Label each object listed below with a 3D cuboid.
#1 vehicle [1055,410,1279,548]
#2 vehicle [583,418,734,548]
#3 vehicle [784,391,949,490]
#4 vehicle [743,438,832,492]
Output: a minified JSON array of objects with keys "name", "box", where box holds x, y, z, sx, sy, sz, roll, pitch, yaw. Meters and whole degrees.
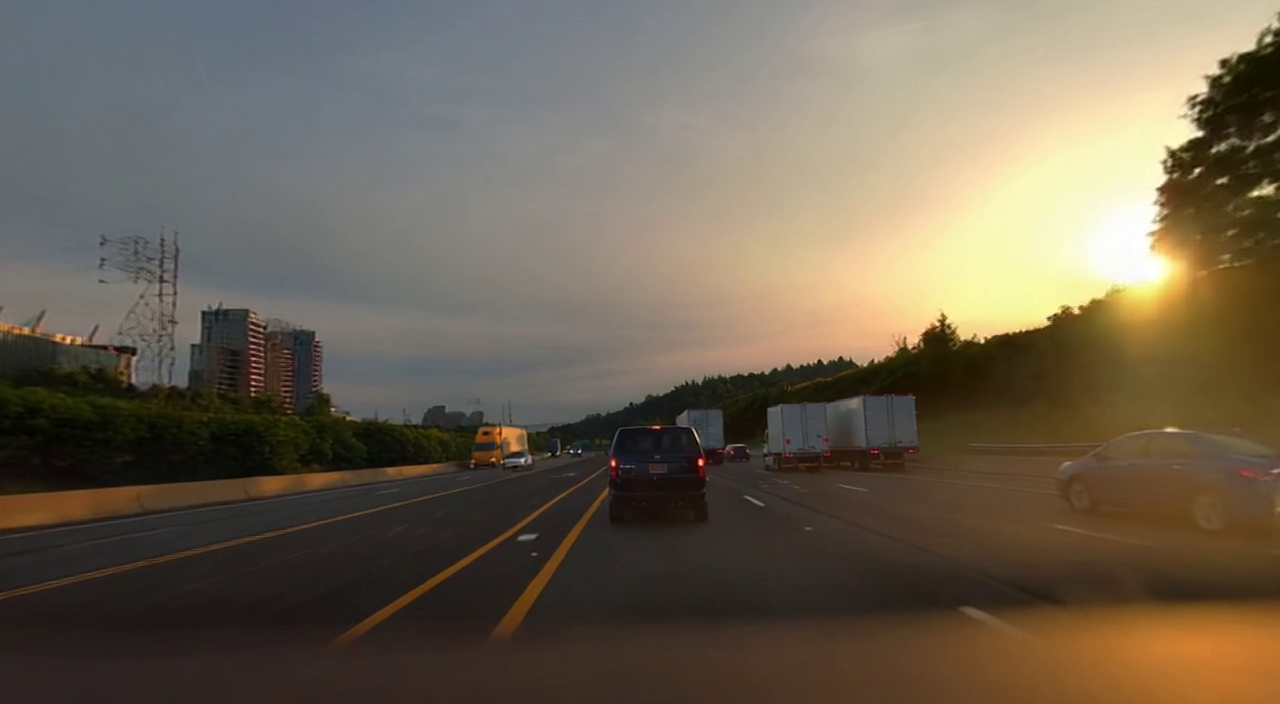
[{"name":"vehicle","box":[8.751,1.824,9.497,1.913,1.652,4.384,-1,-9,1]},{"name":"vehicle","box":[0.235,1.971,9.954,1.965,1.664,3.428,0,-9,0]},{"name":"vehicle","box":[8.551,3.662,25.671,2.799,3.188,10.578,0,-9,0]},{"name":"vehicle","box":[4.504,3.495,19.718,1.859,1.512,3.711,0,-9,0]}]
